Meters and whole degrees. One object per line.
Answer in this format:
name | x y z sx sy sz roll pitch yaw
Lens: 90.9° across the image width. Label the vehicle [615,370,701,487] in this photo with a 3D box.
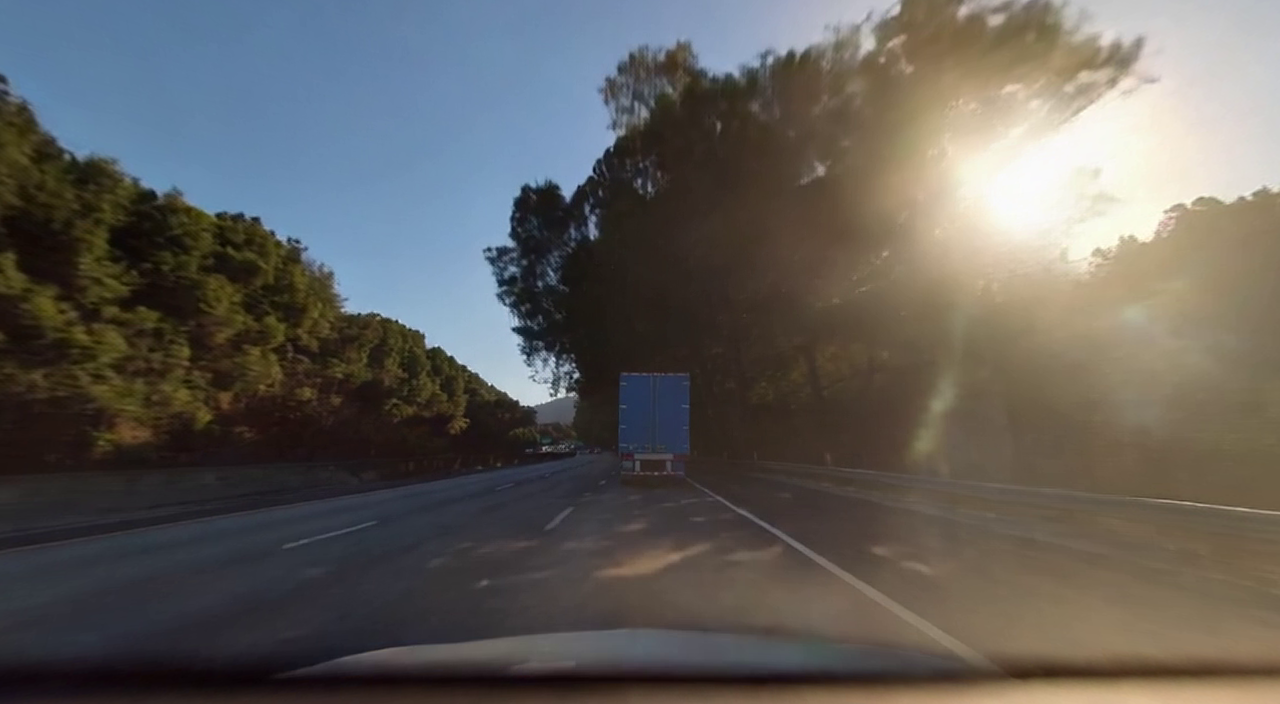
vehicle | 0.543 3.386 26.611 2.898 3.973 10.063 0 -9 -1
